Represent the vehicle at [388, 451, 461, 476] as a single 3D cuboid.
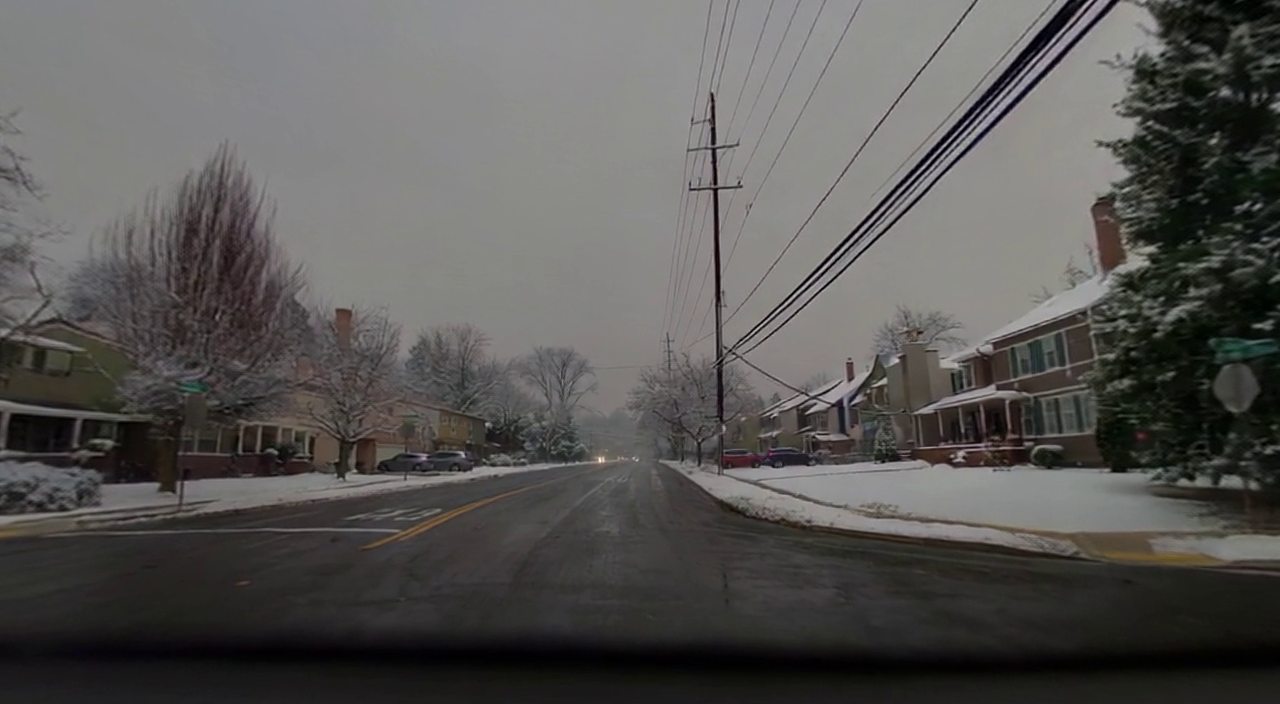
[{"bbox_3d":[-15.459,7.985,45.414,4.500,1.714,1.924,-1,-9,7],"label":"vehicle"}]
